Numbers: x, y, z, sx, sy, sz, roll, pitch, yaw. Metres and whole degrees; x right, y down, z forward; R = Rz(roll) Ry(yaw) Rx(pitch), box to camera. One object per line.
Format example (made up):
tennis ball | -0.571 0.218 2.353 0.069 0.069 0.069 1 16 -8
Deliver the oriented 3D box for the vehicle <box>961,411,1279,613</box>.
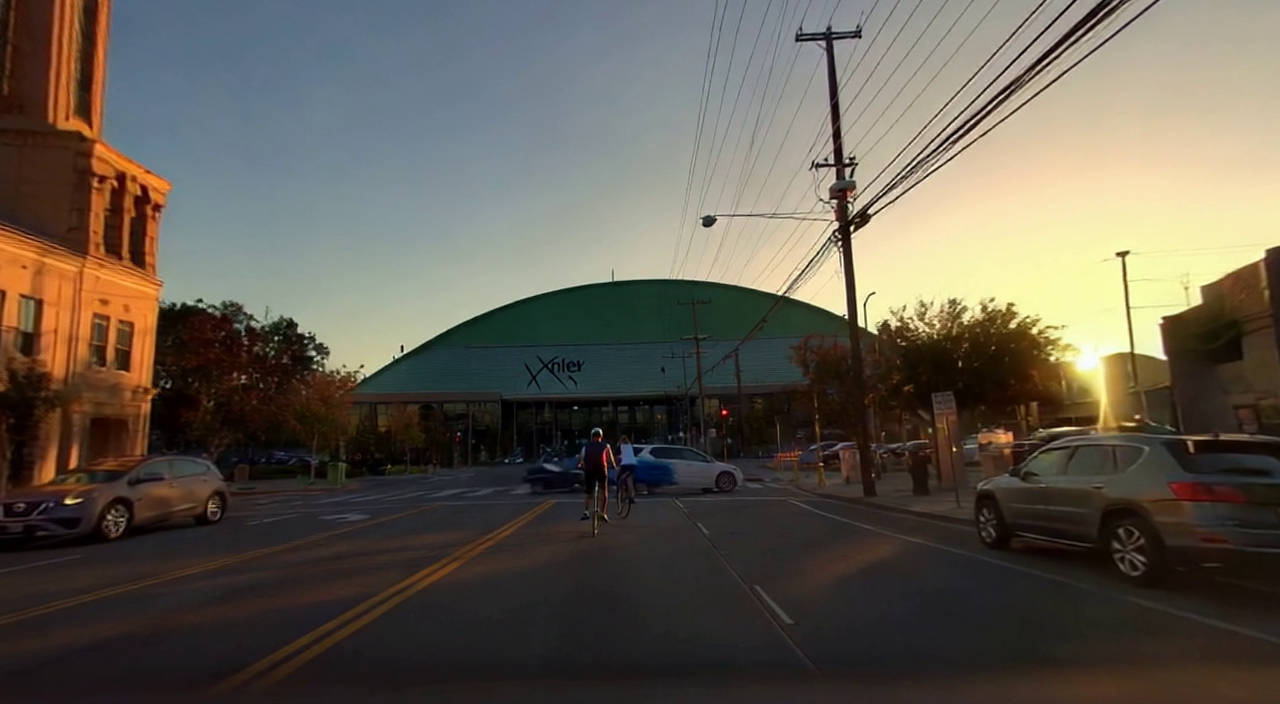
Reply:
vehicle | 5.825 1.671 7.492 1.873 1.714 3.979 0 -8 -1

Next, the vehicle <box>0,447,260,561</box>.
vehicle | -10.219 2.835 12.732 2.075 1.816 4.900 0 -8 -1

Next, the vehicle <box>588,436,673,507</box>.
vehicle | -0.218 3.372 18.292 2.190 1.783 4.048 0 -8 1

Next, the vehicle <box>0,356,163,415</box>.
vehicle | -17.098 1.049 19.205 3.685 1.584 1.708 1 -9 -3

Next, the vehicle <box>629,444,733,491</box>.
vehicle | 1.885 4.986 27.733 2.287 1.832 4.961 -6 -10 34
